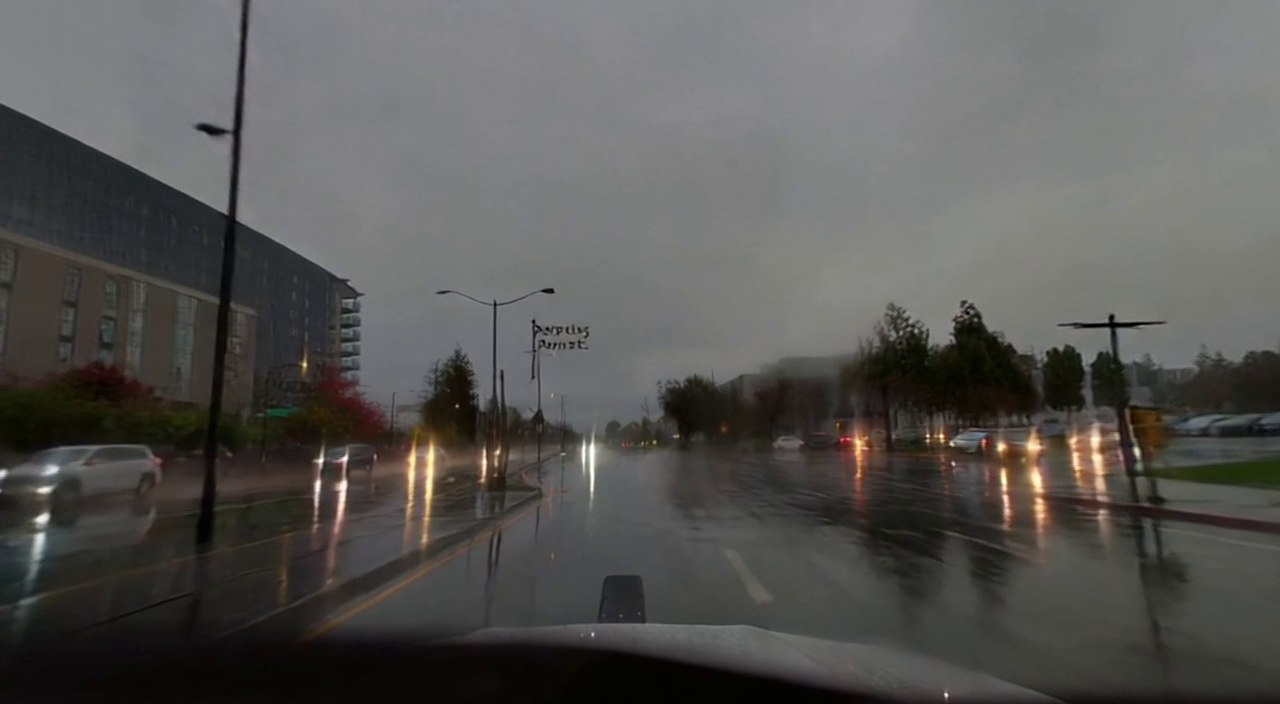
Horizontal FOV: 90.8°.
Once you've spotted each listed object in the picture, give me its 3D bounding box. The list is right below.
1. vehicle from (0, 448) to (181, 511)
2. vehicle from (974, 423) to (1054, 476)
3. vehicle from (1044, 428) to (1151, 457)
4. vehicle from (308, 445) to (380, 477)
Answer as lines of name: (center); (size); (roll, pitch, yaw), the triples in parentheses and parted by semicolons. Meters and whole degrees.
vehicle: (-18.613, 4.114, 20.966); (2.575, 1.738, 5.473); (-2, -8, 1)
vehicle: (17.128, 4.427, 29.071); (1.686, 2.284, 3.164); (0, -7, 1)
vehicle: (31.563, 6.232, 43.696); (5.509, 1.904, 2.614); (1, -8, -6)
vehicle: (-18.267, 6.706, 39.256); (2.041, 1.826, 4.878); (-1, -8, 0)
